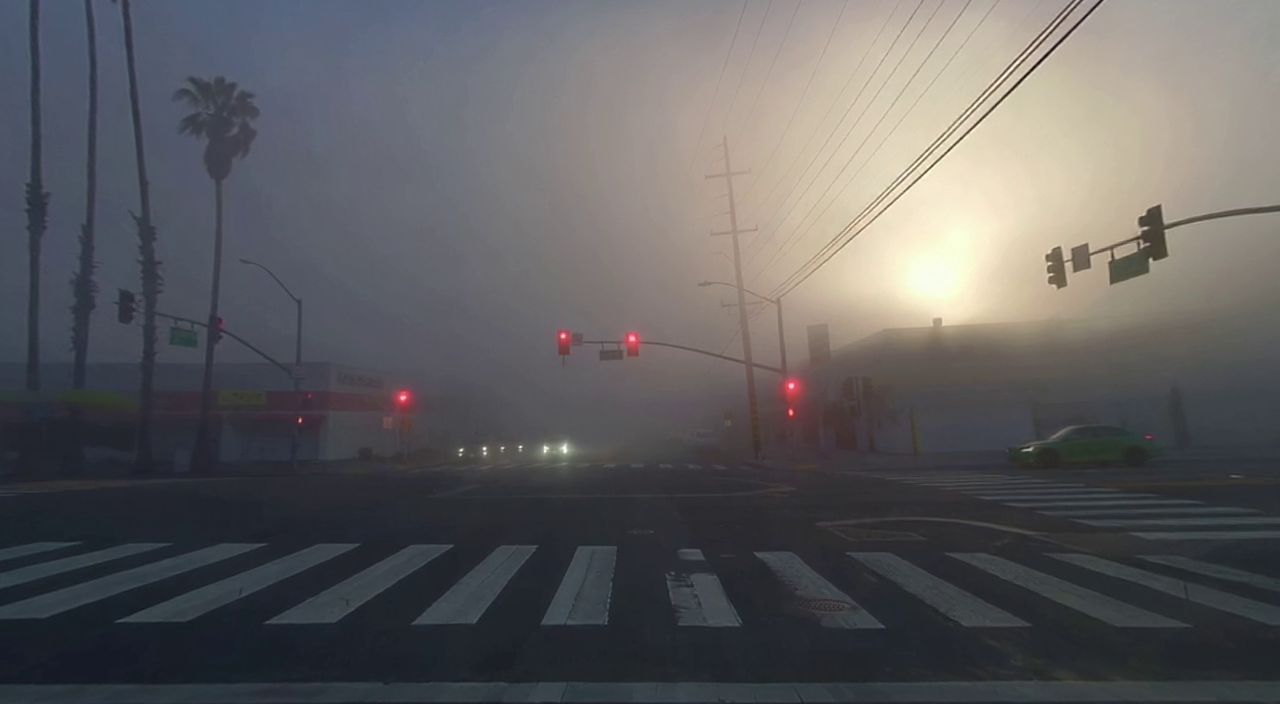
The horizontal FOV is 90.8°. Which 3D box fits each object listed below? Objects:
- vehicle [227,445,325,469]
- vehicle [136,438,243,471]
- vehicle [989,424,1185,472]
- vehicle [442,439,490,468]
[{"bbox_3d":[-22.311,6.438,38.840,4.849,1.444,1.881,0,-8,1],"label":"vehicle"},{"bbox_3d":[-25.911,5.928,36.462,4.613,1.820,2.021,0,-9,3],"label":"vehicle"},{"bbox_3d":[14.760,3.215,21.133,4.918,1.479,1.897,-1,-9,7],"label":"vehicle"},{"bbox_3d":[-11.984,6.991,43.808,2.016,1.717,4.287,0,-6,1],"label":"vehicle"}]
